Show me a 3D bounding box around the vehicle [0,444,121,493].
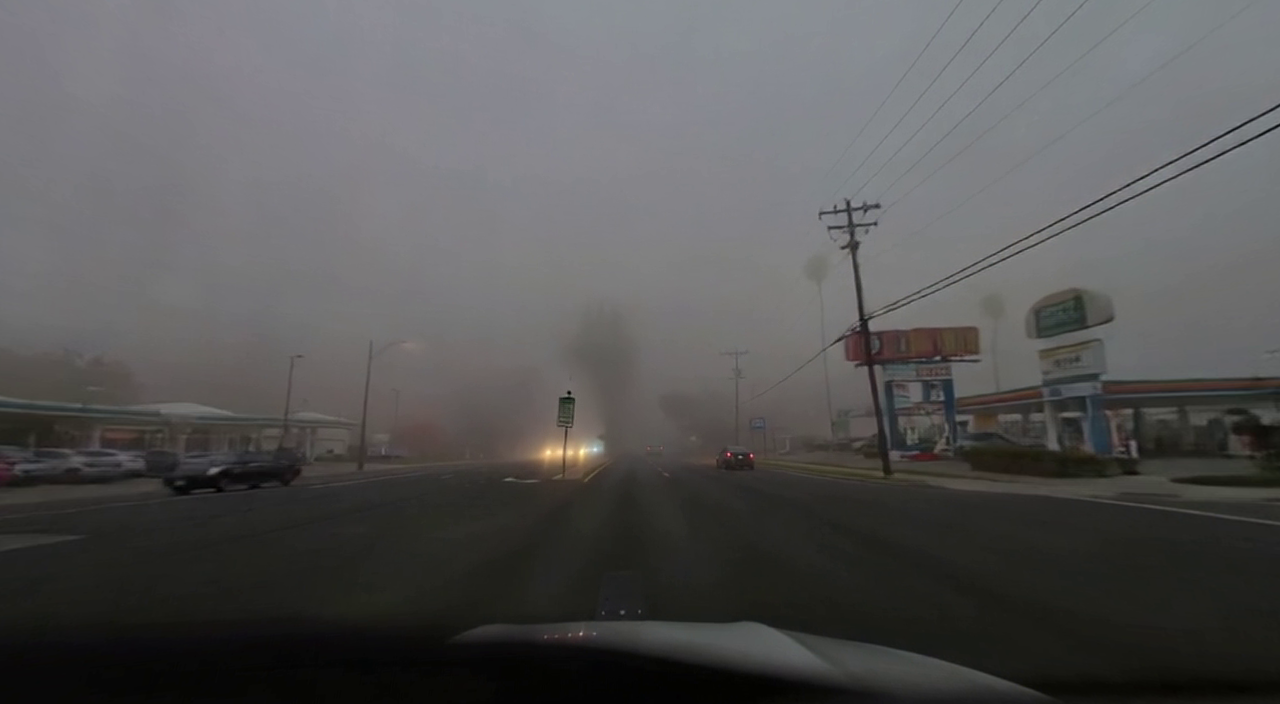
[{"bbox_3d":[-25.979,5.012,27.686,2.056,1.890,5.063,0,-8,0],"label":"vehicle"}]

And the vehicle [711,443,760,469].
[{"bbox_3d":[5.943,6.538,39.920,2.261,1.479,4.403,0,-8,-2],"label":"vehicle"}]

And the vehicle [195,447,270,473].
[{"bbox_3d":[-27.863,7.350,43.365,2.113,1.684,4.498,0,-8,0],"label":"vehicle"}]

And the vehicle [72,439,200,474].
[{"bbox_3d":[-29.078,6.010,36.649,5.561,1.842,2.131,6,-10,-39],"label":"vehicle"}]
